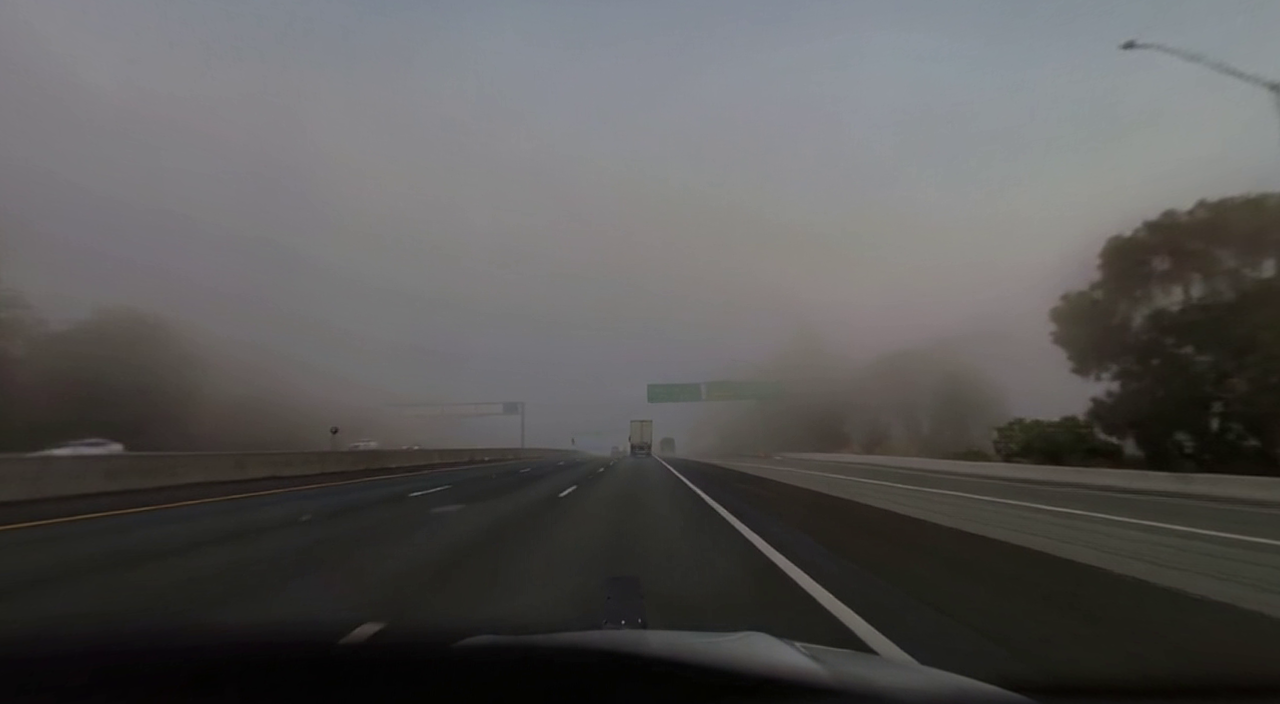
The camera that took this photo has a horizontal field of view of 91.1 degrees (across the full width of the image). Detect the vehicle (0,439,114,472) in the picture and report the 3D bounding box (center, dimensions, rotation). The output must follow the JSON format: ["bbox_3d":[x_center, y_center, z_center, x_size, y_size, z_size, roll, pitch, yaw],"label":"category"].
[{"bbox_3d":[-28.059,4.899,29.986,1.839,1.446,4.548,0,-8,1],"label":"vehicle"}]
